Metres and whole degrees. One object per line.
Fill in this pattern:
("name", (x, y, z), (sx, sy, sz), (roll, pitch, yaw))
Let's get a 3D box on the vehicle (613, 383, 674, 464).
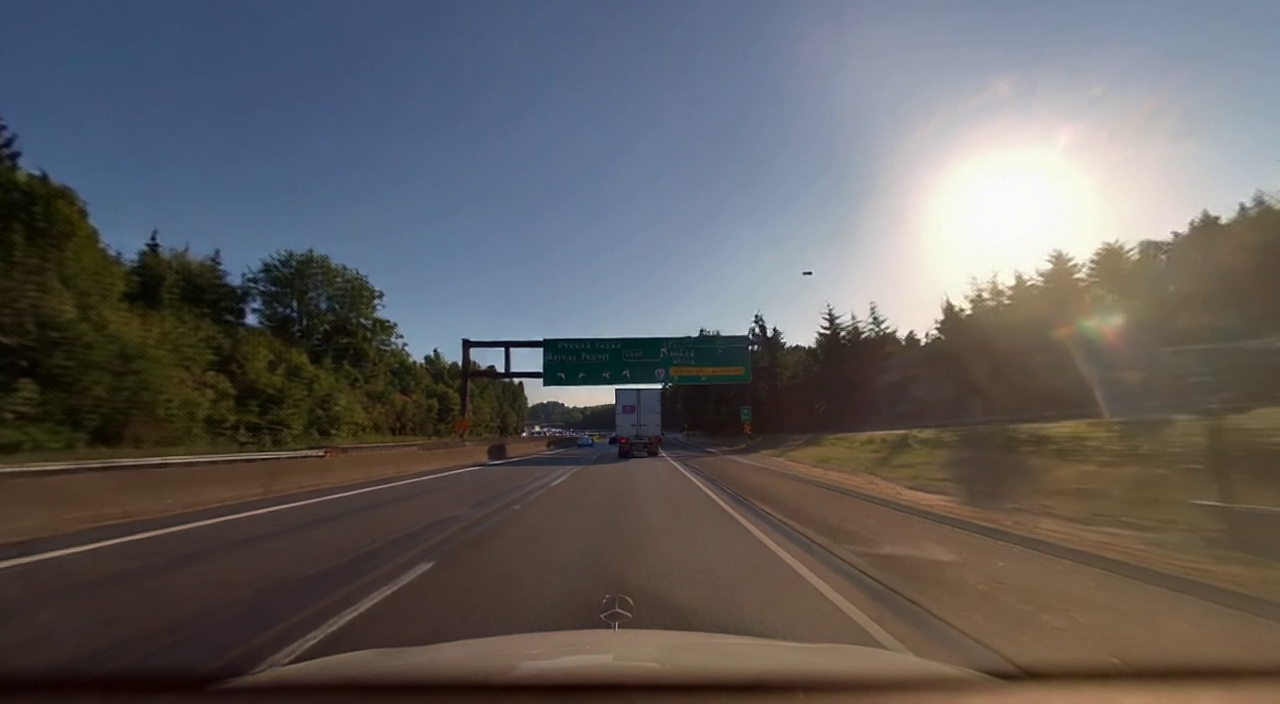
("vehicle", (0.072, 3.923, 33.809), (2.855, 3.741, 8.587), (0, -8, -1))
